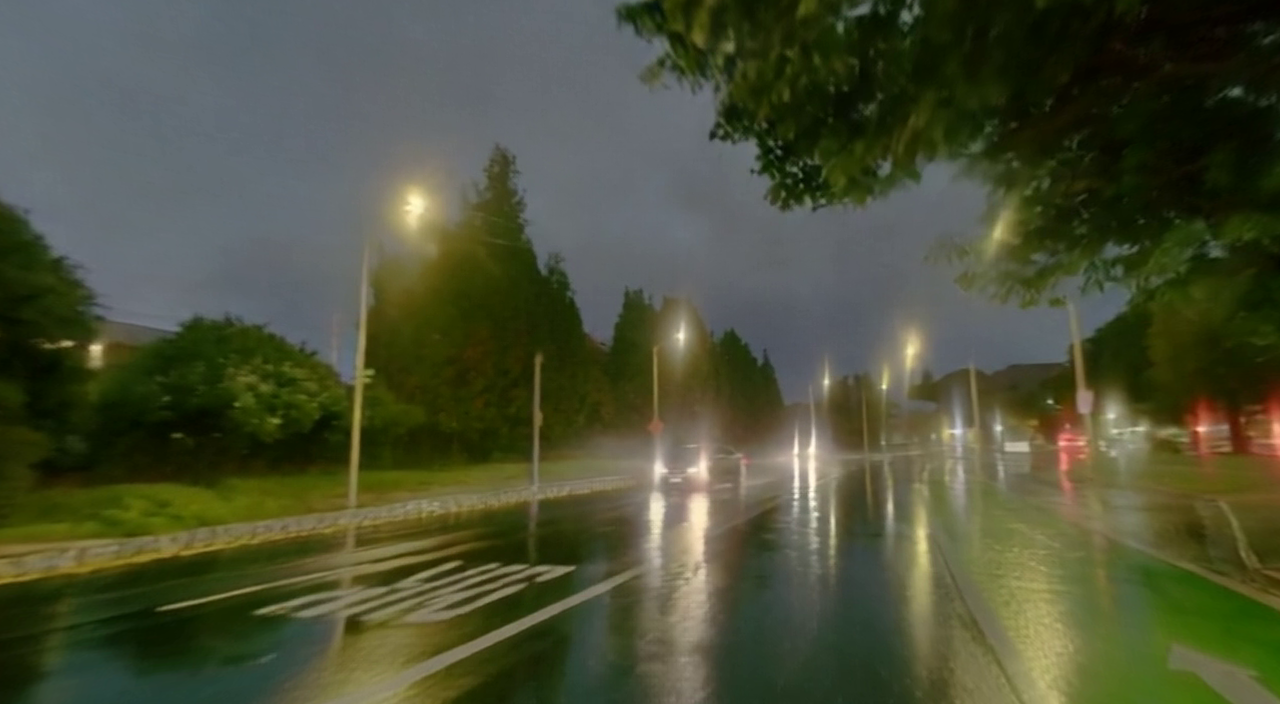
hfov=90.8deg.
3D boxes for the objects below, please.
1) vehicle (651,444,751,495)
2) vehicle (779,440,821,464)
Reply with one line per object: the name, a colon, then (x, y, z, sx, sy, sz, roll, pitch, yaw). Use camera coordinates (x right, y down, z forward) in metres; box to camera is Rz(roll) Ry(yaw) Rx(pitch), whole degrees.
vehicle: (2.128, 3.760, 20.716, 2.071, 1.456, 4.663, -3, -9, 21)
vehicle: (12.478, 7.767, 49.100, 2.065, 1.744, 4.566, -5, -10, 27)
